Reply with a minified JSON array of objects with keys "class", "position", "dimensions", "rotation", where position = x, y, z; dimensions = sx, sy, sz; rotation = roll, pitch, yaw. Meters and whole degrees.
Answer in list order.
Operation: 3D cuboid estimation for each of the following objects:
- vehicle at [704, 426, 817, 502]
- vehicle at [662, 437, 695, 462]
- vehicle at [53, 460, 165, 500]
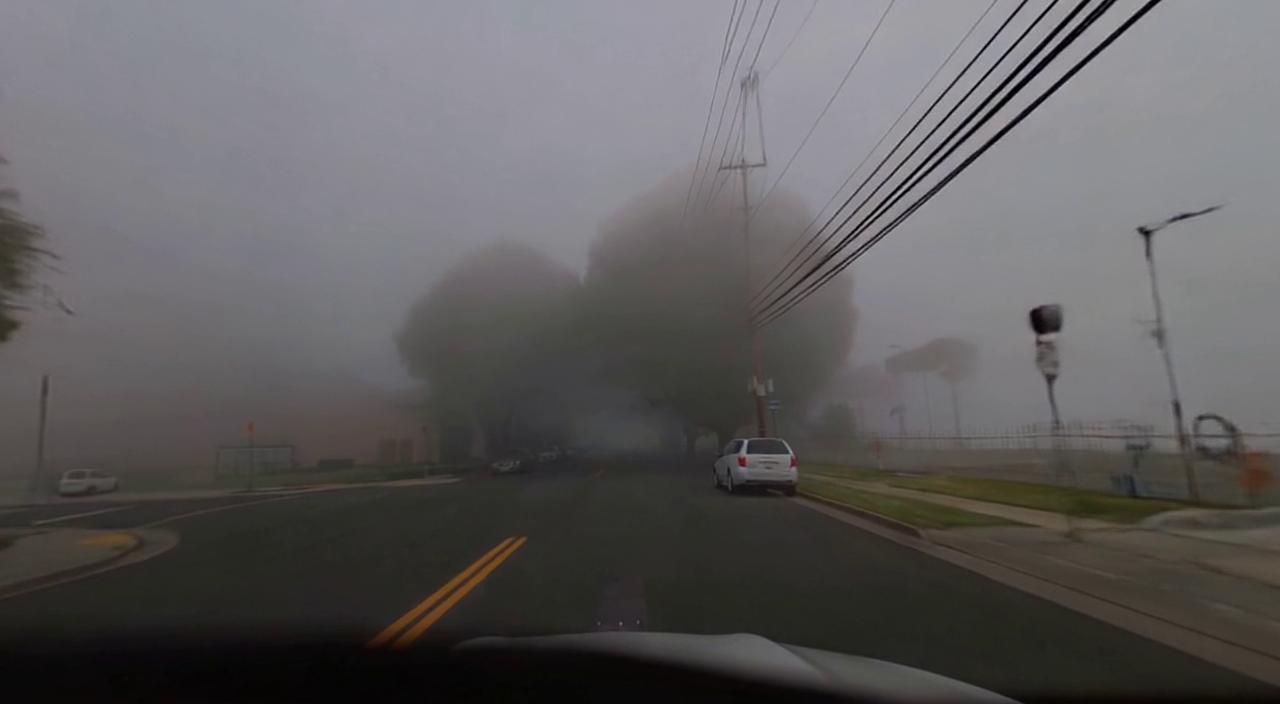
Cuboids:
[{"class":"vehicle","position":[3.170,3.080,17.859],"dimensions":[2.138,1.820,5.218],"rotation":[0,-8,0]},{"class":"vehicle","position":[2.977,7.620,49.449],"dimensions":[2.120,1.869,4.773],"rotation":[0,-8,-2]},{"class":"vehicle","position":[-25.837,6.211,30.971],"dimensions":[1.803,1.469,4.240],"rotation":[-2,-6,1]}]
